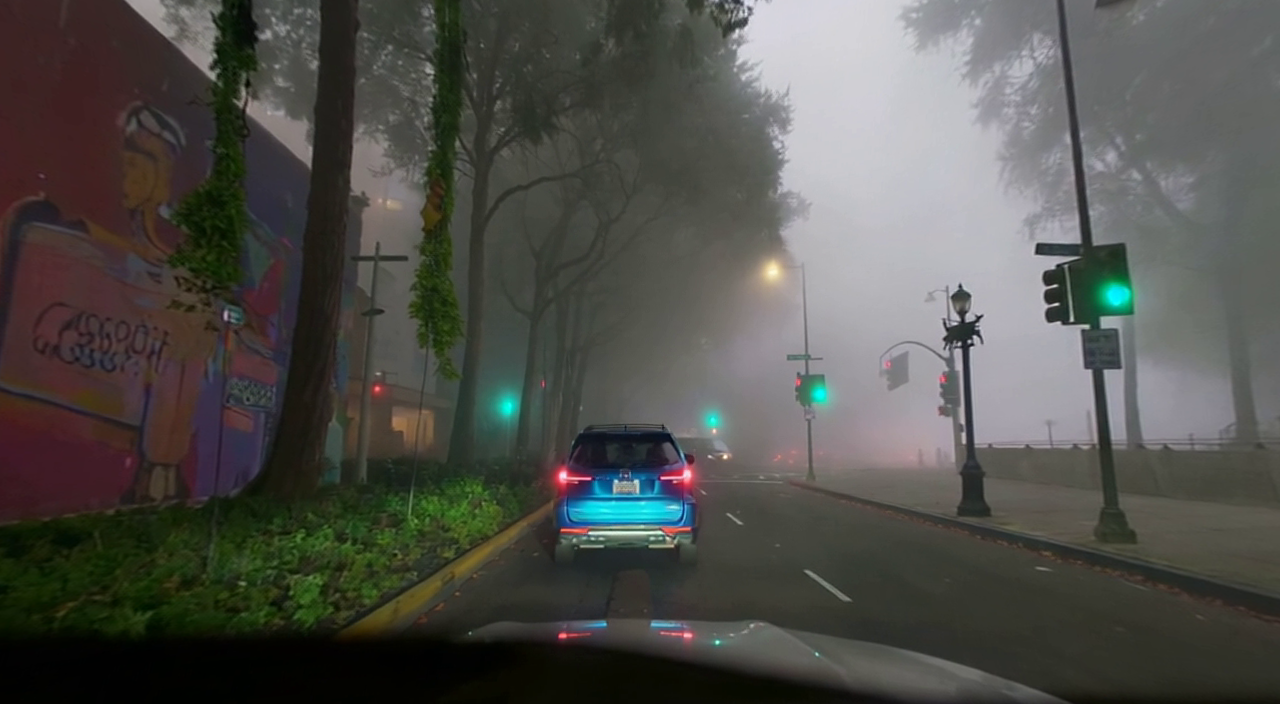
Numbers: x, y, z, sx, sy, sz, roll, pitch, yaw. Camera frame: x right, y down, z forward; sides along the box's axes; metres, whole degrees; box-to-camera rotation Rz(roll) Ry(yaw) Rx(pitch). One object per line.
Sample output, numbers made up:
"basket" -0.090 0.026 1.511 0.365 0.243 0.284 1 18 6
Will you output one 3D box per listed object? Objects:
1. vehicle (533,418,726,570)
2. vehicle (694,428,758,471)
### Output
"vehicle" -0.132 1.829 8.827 2.079 1.621 3.861 0 -8 0
"vehicle" 4.742 5.205 33.804 2.448 2.063 5.513 -3 -9 17
